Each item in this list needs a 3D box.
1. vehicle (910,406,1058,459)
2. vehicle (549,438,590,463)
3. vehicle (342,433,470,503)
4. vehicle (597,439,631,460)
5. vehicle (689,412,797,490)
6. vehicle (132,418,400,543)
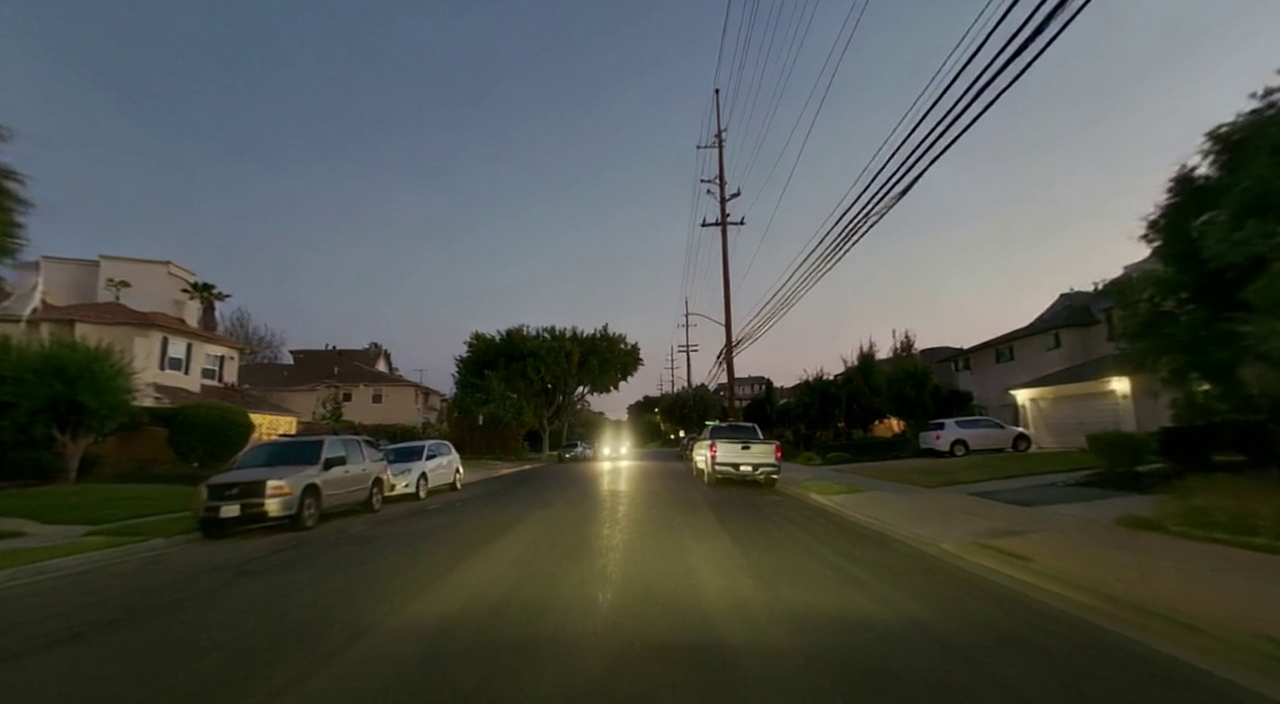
[{"bbox_3d":[14.230,3.376,26.380,4.778,1.903,2.205,-2,-8,0],"label":"vehicle"},{"bbox_3d":[-5.345,7.567,48.545,2.226,1.768,4.780,-1,-8,4],"label":"vehicle"},{"bbox_3d":[-6.663,3.325,18.609,1.930,1.784,4.474,0,-8,1],"label":"vehicle"},{"bbox_3d":[-1.926,7.468,48.433,2.213,1.548,4.370,0,-8,3],"label":"vehicle"},{"bbox_3d":[2.943,3.069,19.834,2.437,2.015,6.511,0,-8,1],"label":"vehicle"},{"bbox_3d":[-6.833,2.380,12.418,2.252,1.944,4.714,0,-8,1],"label":"vehicle"}]
